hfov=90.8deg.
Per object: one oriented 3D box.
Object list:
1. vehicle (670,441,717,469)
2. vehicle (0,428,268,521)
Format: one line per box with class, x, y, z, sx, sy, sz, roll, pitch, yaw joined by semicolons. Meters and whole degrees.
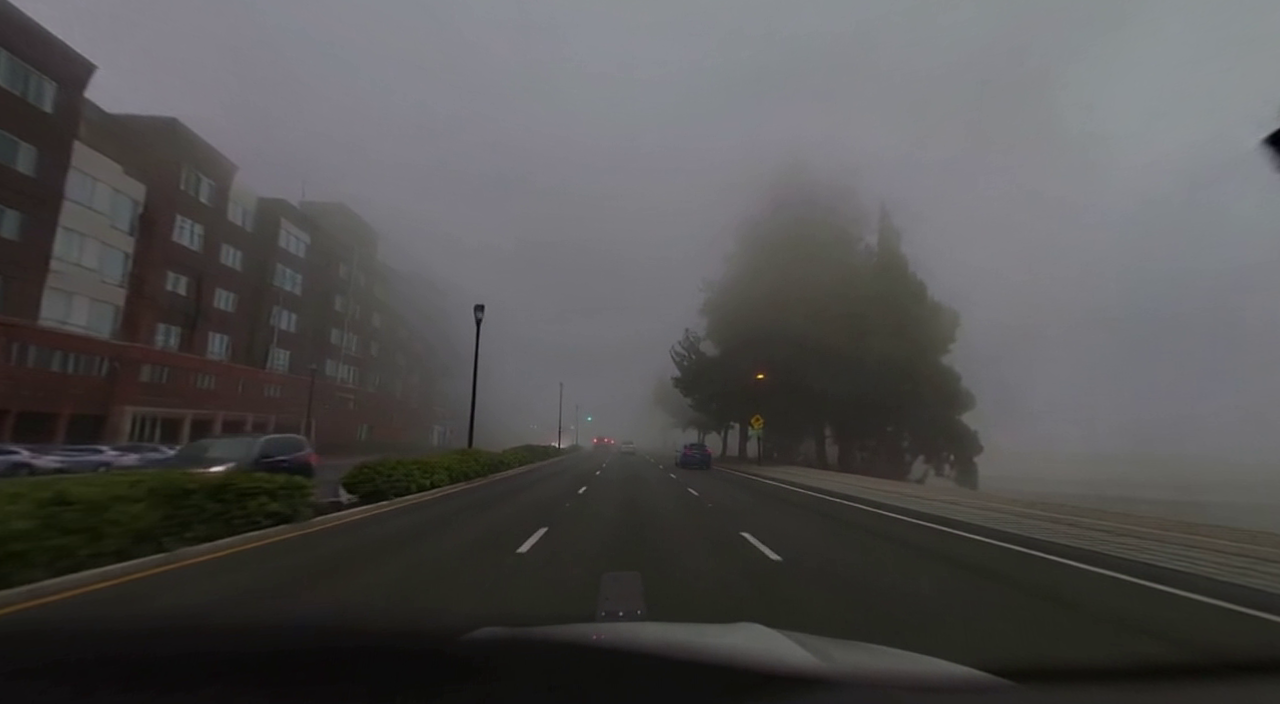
vehicle;2.950;5.795;35.734;2.090;1.506;4.382;0;-8;-2
vehicle;-9.665;2.336;12.581;1.874;1.520;4.215;0;-8;1
